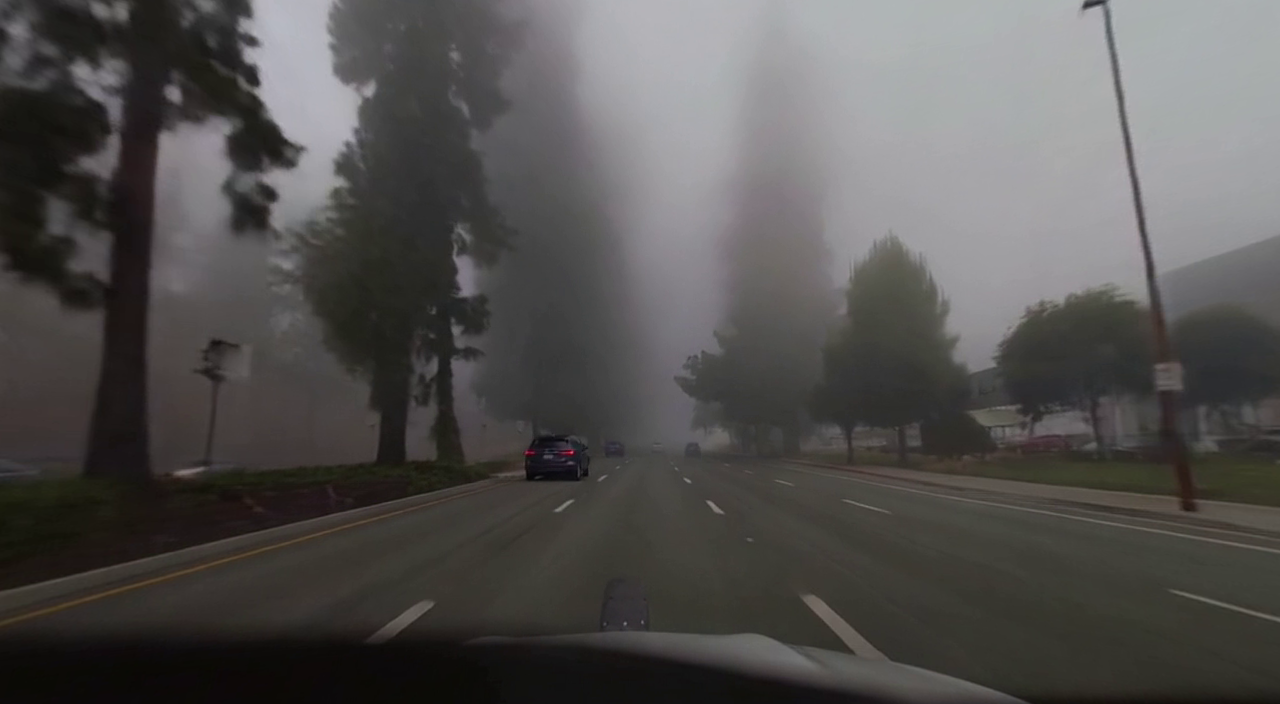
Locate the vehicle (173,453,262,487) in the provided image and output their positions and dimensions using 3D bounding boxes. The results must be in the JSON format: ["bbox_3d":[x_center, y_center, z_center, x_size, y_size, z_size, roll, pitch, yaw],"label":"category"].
[{"bbox_3d":[-23.754,6.621,35.664,1.921,1.751,4.514,0,-8,-1],"label":"vehicle"}]

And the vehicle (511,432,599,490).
[{"bbox_3d":[-2.612,3.490,20.597,2.121,1.656,4.559,0,-8,2],"label":"vehicle"}]
